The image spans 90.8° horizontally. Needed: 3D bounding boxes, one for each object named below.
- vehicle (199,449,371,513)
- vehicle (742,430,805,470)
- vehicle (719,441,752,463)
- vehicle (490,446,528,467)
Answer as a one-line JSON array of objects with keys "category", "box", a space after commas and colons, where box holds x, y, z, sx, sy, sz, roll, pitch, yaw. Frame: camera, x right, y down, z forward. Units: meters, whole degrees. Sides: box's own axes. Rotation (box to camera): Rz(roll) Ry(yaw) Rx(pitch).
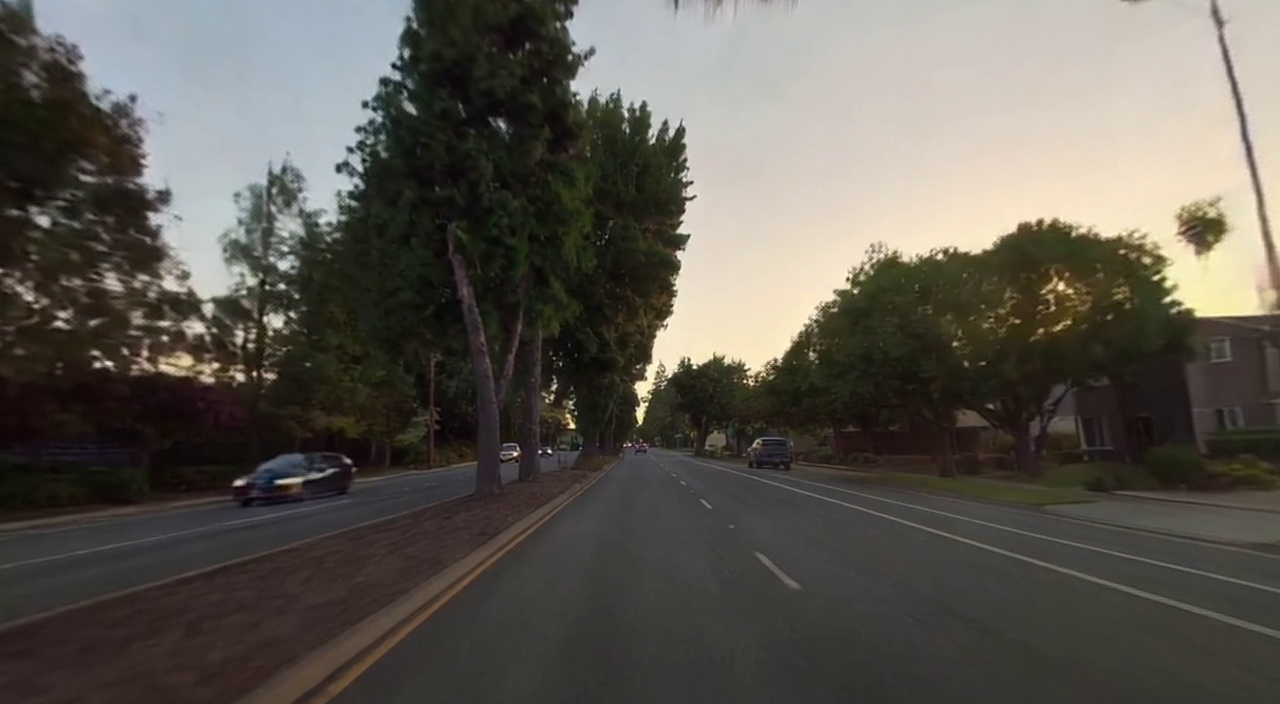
[{"category": "vehicle", "box": [-9.562, 3.479, 17.590, 2.061, 1.490, 4.637, 0, -8, 1]}, {"category": "vehicle", "box": [7.533, 5.632, 36.437, 2.278, 2.079, 5.861, 0, -8, -1]}, {"category": "vehicle", "box": [7.494, 7.899, 49.921, 1.965, 1.623, 4.096, 0, -9, 1]}, {"category": "vehicle", "box": [-10.010, 8.045, 48.660, 1.958, 1.524, 4.314, 0, -8, 0]}]
